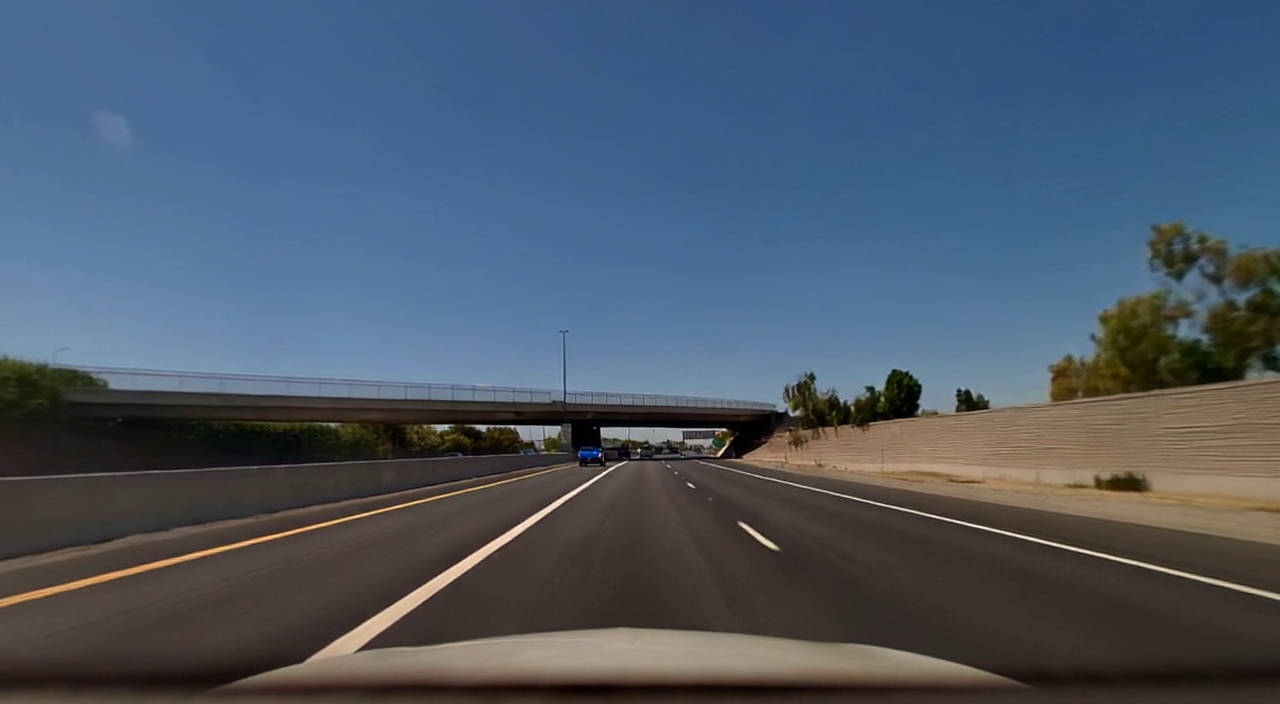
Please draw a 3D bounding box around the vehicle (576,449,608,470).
[{"bbox_3d":[-3.555,8.068,47.401,2.001,1.521,3.900,-1,-9,1],"label":"vehicle"}]
